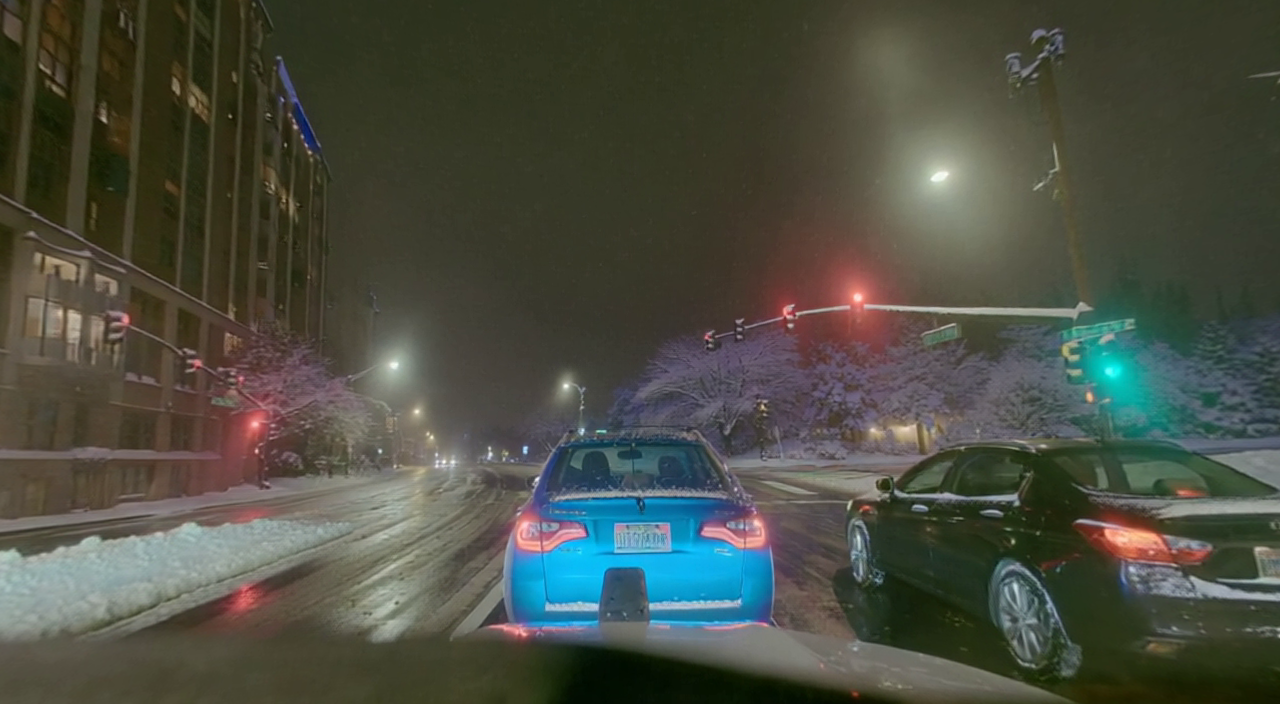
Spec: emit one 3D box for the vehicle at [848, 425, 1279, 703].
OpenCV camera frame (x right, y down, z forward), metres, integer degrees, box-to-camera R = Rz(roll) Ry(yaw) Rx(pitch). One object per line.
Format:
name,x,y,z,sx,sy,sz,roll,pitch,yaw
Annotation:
vehicle,3.354,1.375,5.081,1.860,1.430,4.089,0,-8,-1

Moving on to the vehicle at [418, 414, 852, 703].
vehicle,-0.054,1.349,5.149,2.094,1.481,4.078,0,-8,-1
